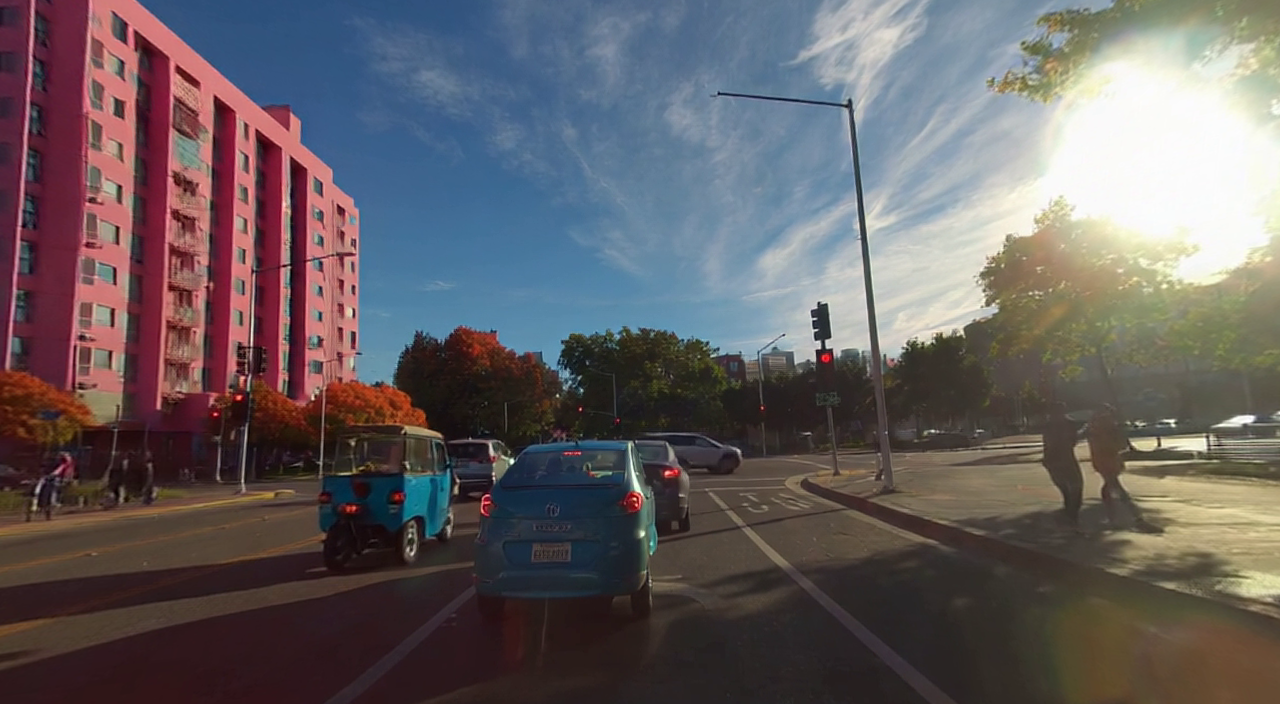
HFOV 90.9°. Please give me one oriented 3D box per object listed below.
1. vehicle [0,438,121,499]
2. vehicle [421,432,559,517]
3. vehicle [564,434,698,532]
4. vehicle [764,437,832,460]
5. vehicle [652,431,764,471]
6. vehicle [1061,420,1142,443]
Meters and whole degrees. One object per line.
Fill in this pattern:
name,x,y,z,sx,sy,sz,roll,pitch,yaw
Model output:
vehicle,-28.915,5.661,30.345,5.890,2.393,2.346,-5,-7,0
vehicle,-3.162,2.677,14.224,1.935,1.615,4.073,-1,-9,3
vehicle,-0.102,2.297,11.617,2.025,1.458,4.085,-1,-9,1
vehicle,10.440,6.425,41.918,1.862,1.456,4.661,4,-9,-24
vehicle,3.351,4.864,30.870,5.226,1.840,2.016,-2,-9,13
vehicle,30.806,5.337,42.135,1.751,1.420,4.027,8,-12,-43
